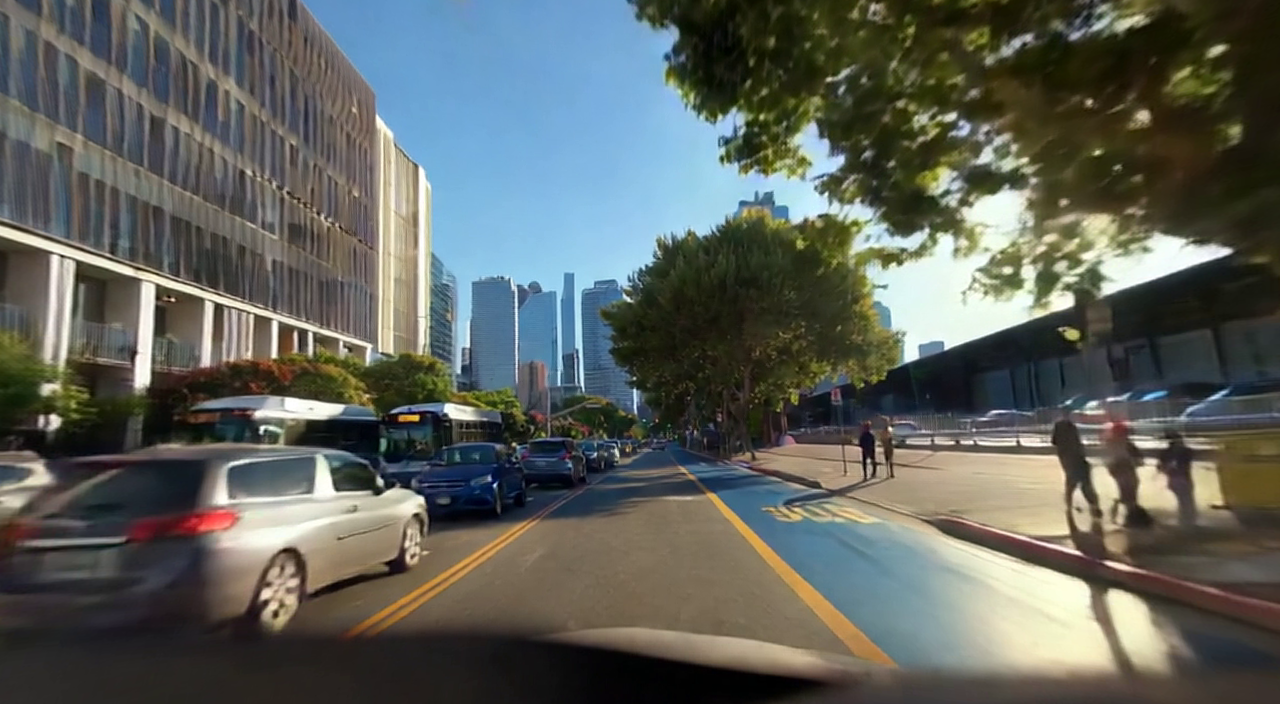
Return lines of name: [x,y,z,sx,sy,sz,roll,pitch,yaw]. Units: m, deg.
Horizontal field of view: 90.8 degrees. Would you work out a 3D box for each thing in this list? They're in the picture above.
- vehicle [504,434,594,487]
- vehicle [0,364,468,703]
vehicle: [-3.043,3.735,22.294,2.266,1.621,4.783,-1,-8,3]
vehicle: [-3.352,1.292,5.693,2.225,1.848,4.472,0,-8,2]
